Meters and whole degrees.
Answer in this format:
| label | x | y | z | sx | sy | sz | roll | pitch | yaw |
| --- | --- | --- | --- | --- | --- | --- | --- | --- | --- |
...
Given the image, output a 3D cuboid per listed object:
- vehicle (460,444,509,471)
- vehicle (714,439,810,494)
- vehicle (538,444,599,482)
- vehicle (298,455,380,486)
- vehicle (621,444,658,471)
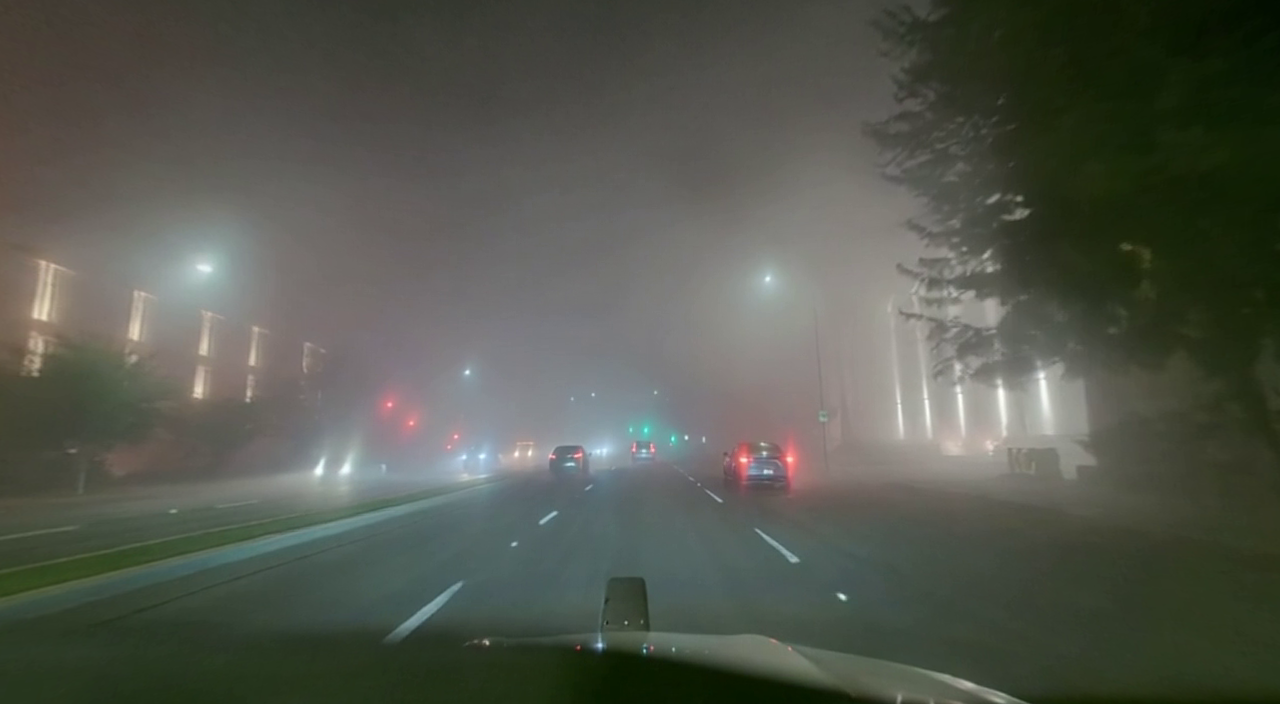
| label | x | y | z | sx | sy | sz | roll | pitch | yaw |
| --- | --- | --- | --- | --- | --- | --- | --- | --- | --- |
| vehicle | -12.106 | 8.231 | 49.417 | 2.296 | 1.941 | 5.816 | 0 | -8 | 1 |
| vehicle | 3.635 | 3.493 | 19.656 | 1.990 | 1.486 | 4.431 | 0 | -8 | -1 |
| vehicle | -2.982 | 4.739 | 27.245 | 2.082 | 1.467 | 4.379 | 0 | -8 | 1 |
| vehicle | -15.888 | 6.252 | 33.575 | 2.018 | 1.465 | 4.672 | 0 | -8 | 1 |
| vehicle | -0.028 | 6.291 | 37.849 | 2.101 | 1.480 | 3.929 | 0 | -8 | 0 |
